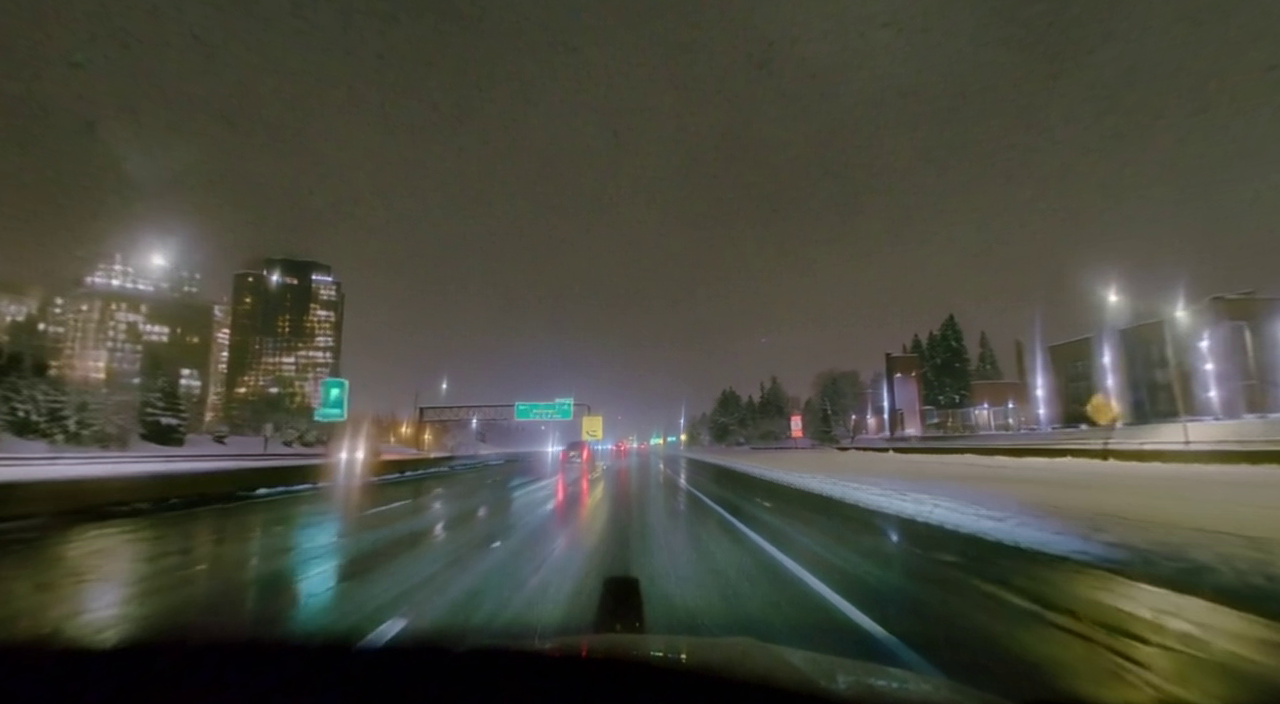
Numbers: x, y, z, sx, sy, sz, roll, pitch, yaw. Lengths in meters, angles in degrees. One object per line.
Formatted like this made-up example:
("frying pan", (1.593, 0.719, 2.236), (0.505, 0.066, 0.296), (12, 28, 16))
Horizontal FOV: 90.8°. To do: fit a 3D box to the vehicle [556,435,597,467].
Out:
("vehicle", (-3.788, 5.996, 38.351), (2.047, 1.786, 4.217), (0, -8, 0))
